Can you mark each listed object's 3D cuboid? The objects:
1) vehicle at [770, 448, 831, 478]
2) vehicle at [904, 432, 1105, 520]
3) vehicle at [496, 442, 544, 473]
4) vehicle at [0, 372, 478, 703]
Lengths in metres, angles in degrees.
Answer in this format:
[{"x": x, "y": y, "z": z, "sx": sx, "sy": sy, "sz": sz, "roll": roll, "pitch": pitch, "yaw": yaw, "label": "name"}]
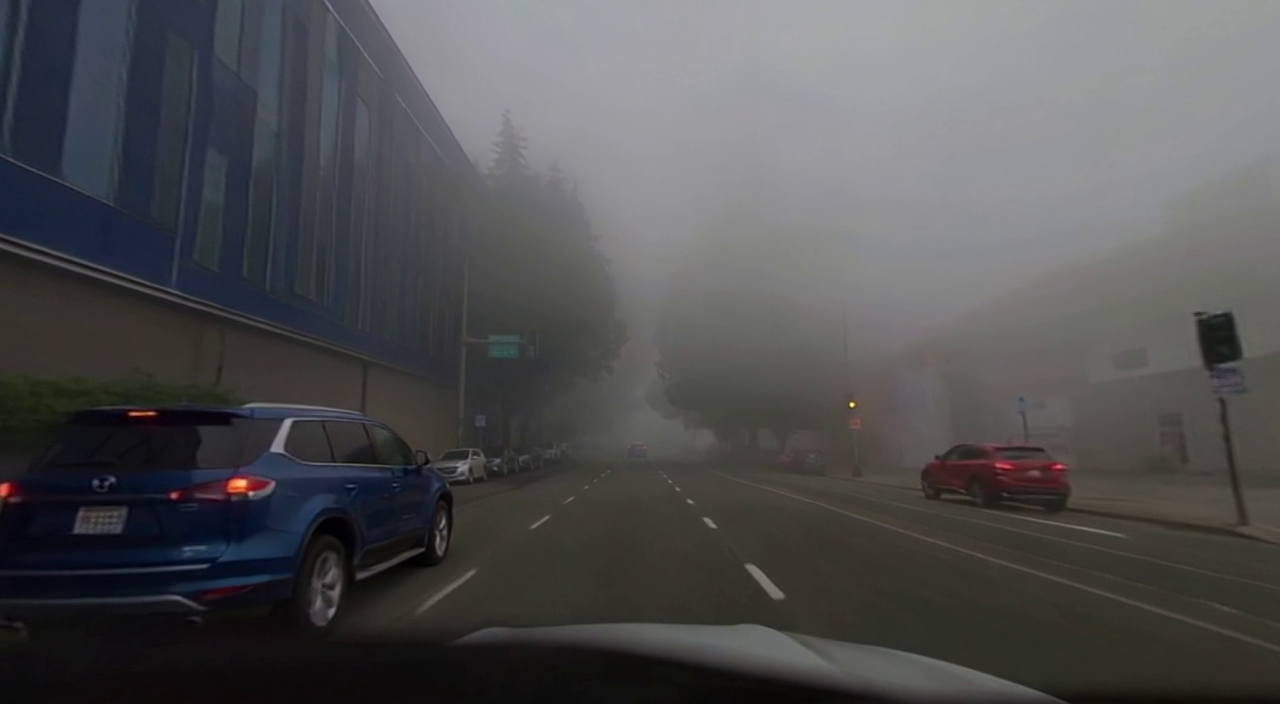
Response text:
[{"x": 8.694, "y": 6.037, "z": 34.649, "sx": 1.954, "sy": 1.478, "sz": 4.625, "roll": 0, "pitch": -8, "yaw": -2, "label": "vehicle"}, {"x": 9.250, "y": 3.154, "z": 16.822, "sx": 2.129, "sy": 1.929, "sz": 5.537, "roll": -1, "pitch": -8, "yaw": 1, "label": "vehicle"}, {"x": -6.947, "y": 6.141, "z": 37.123, "sx": 1.848, "sy": 1.710, "sz": 4.354, "roll": -1, "pitch": -8, "yaw": 2, "label": "vehicle"}, {"x": -3.030, "y": 1.304, "z": 5.577, "sx": 2.002, "sy": 1.756, "sz": 4.366, "roll": 0, "pitch": -8, "yaw": 0, "label": "vehicle"}]
